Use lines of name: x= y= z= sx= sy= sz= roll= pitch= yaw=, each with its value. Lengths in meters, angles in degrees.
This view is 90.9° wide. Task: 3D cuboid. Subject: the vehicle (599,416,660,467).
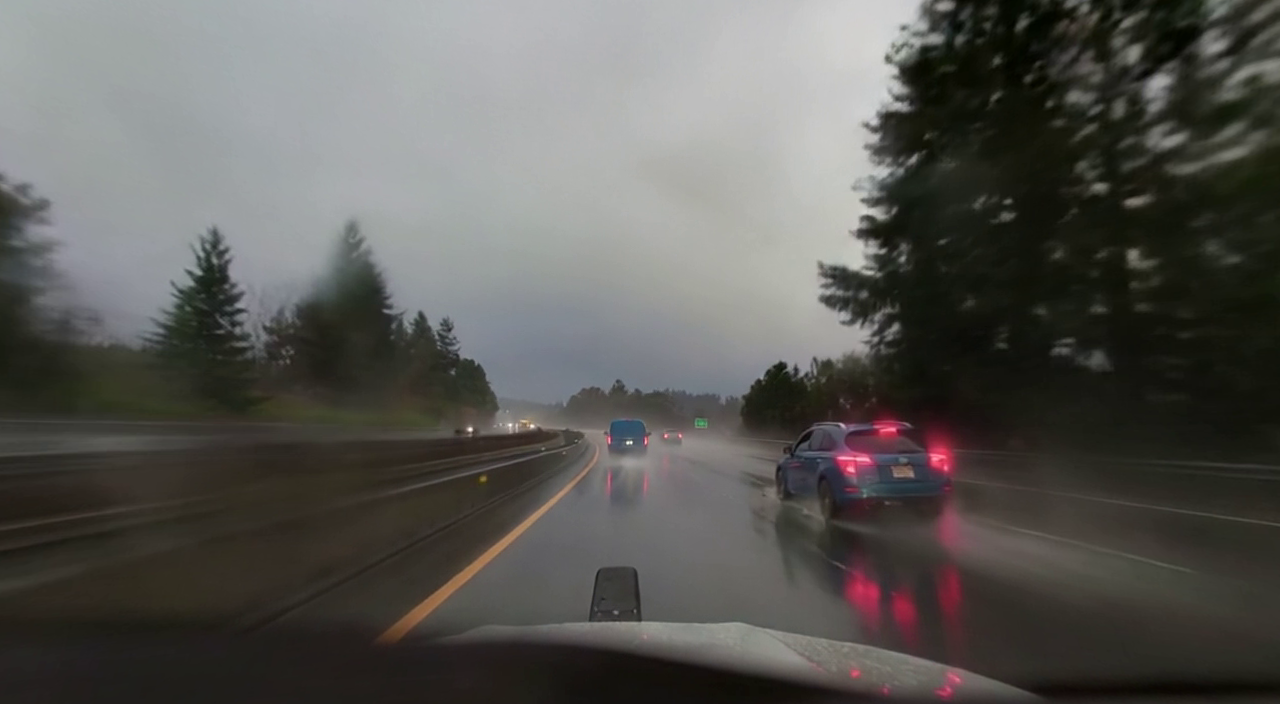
vehicle: x=-0.483 y=3.865 z=27.252 sx=2.403 sy=1.994 sz=4.683 roll=0 pitch=-8 yaw=-2

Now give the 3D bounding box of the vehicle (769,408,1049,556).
vehicle: x=3.367 y=1.693 z=8.967 sx=2.078 sy=1.600 sz=4.012 roll=0 pitch=-8 yaw=-2
